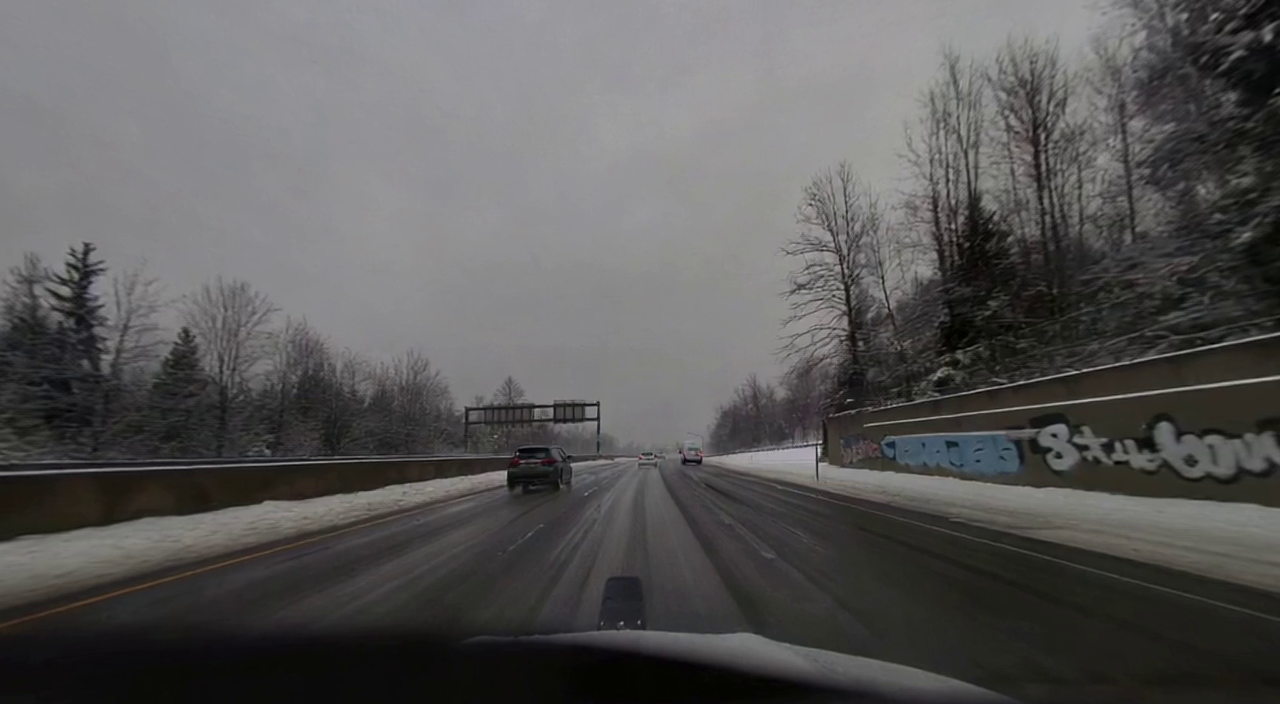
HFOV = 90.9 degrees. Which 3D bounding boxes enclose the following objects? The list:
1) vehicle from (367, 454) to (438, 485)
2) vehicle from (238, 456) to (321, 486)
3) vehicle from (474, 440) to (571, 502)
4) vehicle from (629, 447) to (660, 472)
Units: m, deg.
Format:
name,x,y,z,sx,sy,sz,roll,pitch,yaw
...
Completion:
name,x,y,z,sx,sy,sz,roll,pitch,yaw
vehicle,-12.317,6.095,32.972,1.986,1.477,4.150,0,-9,1
vehicle,-19.163,6.311,33.700,1.834,1.482,4.229,0,-9,2
vehicle,-3.389,3.528,19.107,1.964,1.618,4.489,0,-9,1
vehicle,0.334,7.403,43.541,2.108,1.663,3.159,0,-9,1
